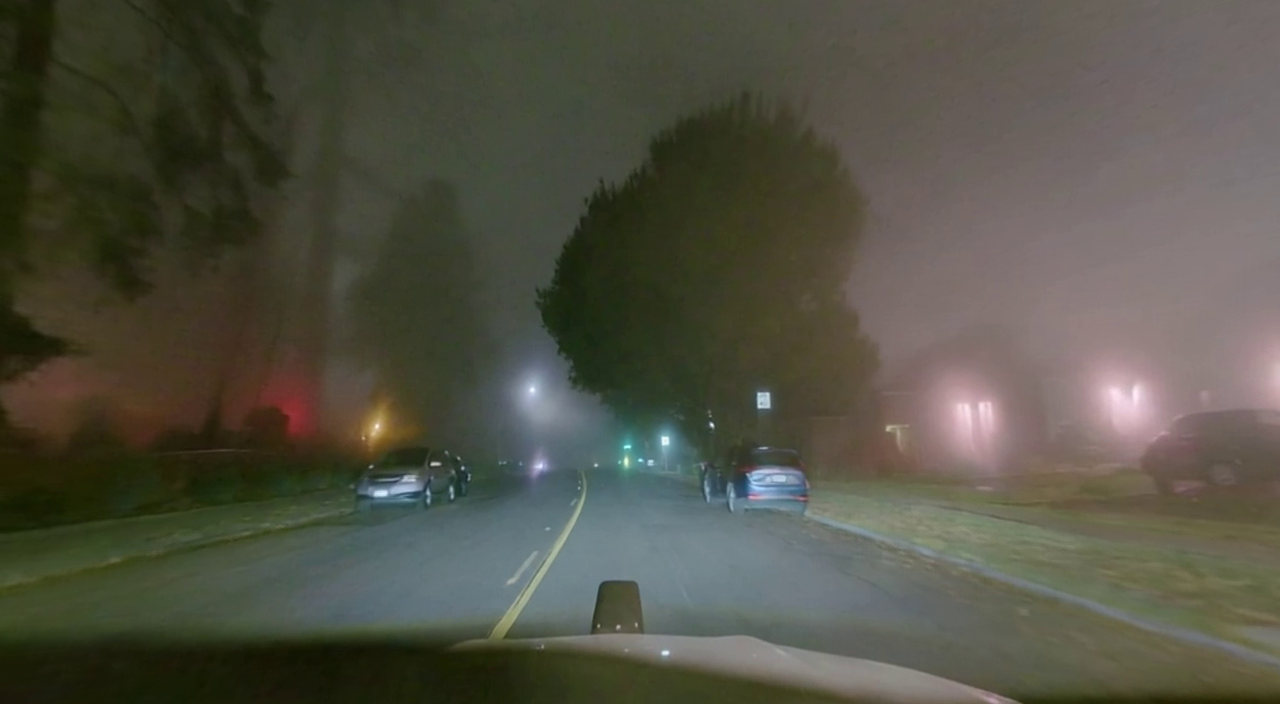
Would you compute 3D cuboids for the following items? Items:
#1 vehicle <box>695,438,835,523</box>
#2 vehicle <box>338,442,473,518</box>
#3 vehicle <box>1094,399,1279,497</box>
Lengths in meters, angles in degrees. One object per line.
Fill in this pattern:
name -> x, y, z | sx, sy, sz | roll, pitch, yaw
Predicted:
vehicle -> 2.786, 2.984, 15.247 | 2.163, 1.742, 4.239 | 1, -9, -6
vehicle -> -5.953, 3.238, 16.704 | 2.051, 1.575, 4.581 | -2, -7, -3
vehicle -> 11.257, 1.668, 10.994 | 4.973, 1.579, 1.934 | -2, -9, 12
